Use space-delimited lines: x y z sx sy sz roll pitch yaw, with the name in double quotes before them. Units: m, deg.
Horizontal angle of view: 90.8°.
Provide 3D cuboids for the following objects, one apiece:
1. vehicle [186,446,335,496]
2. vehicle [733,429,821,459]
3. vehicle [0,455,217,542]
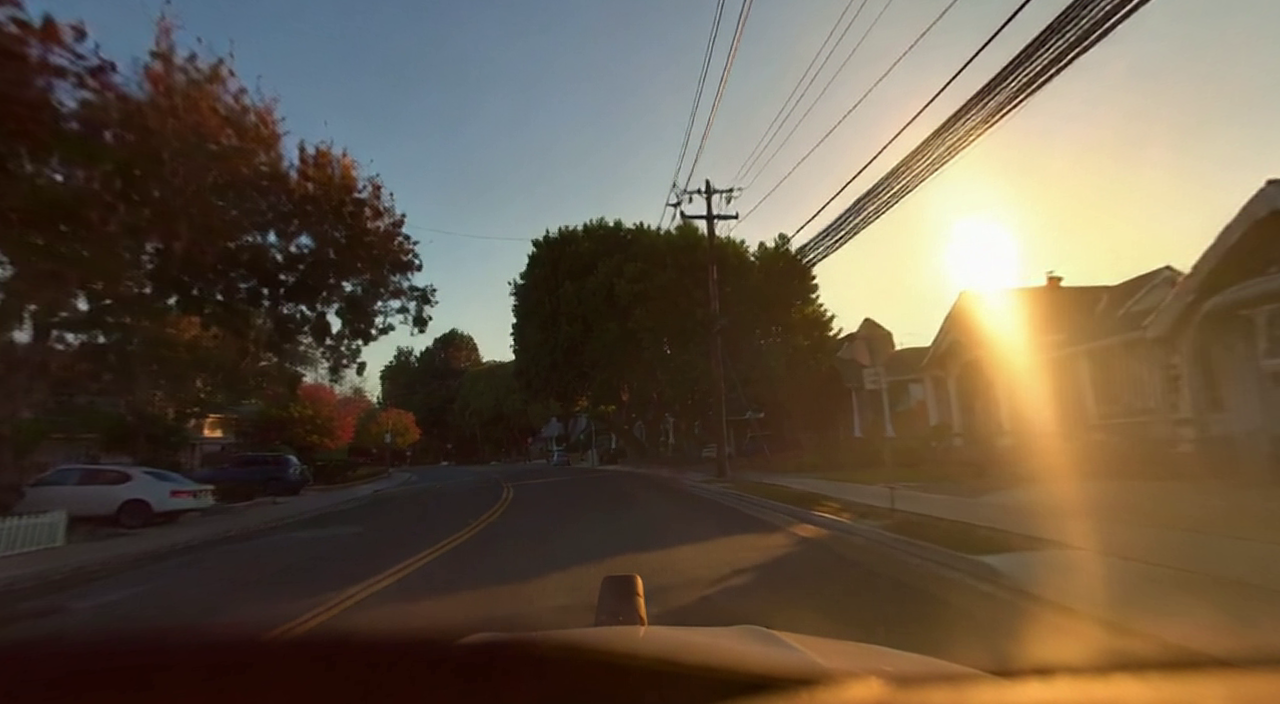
"vehicle" -14.510 4.551 24.363 4.321 1.772 2.161 -1 -8 2
"vehicle" 7.793 5.307 36.310 4.566 1.623 1.906 0 -8 0
"vehicle" -11.792 3.066 13.837 2.390 1.431 4.253 0 -8 -6
